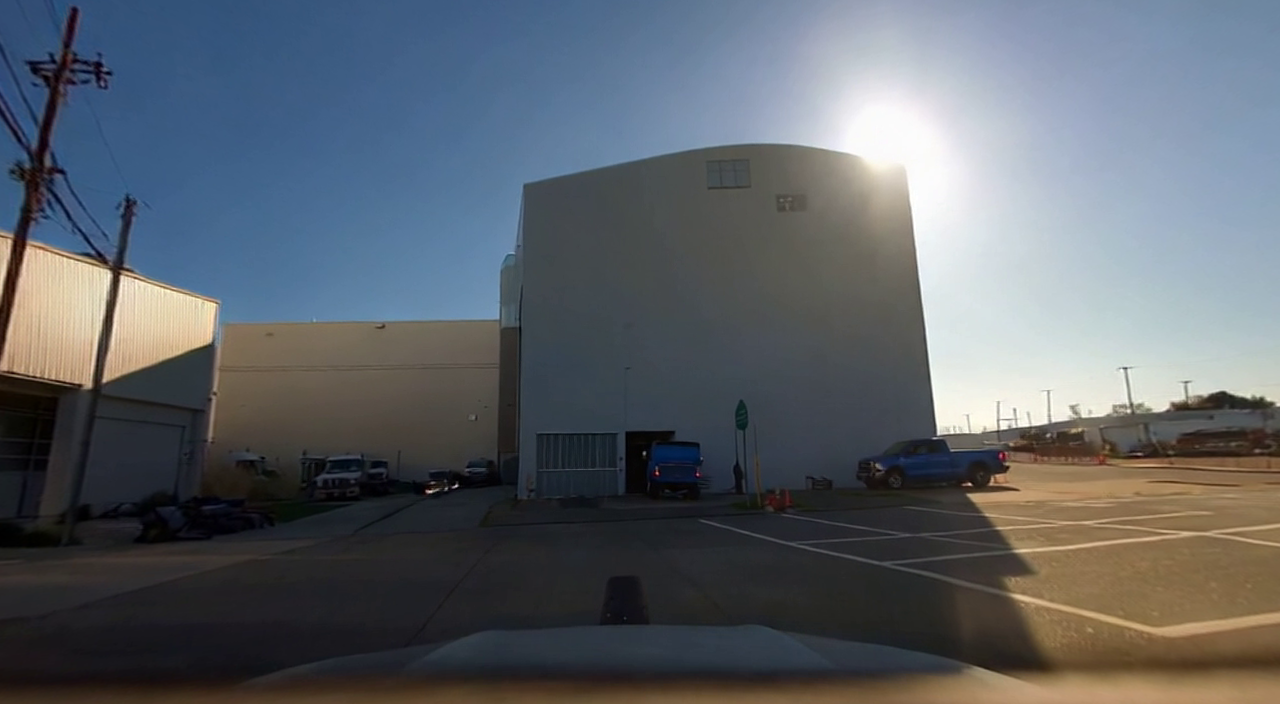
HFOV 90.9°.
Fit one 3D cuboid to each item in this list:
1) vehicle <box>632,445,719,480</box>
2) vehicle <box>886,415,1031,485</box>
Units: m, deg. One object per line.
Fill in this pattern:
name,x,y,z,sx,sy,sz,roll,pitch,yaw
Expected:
vehicle,2.229,7.006,40.142,5.207,2.103,1.997,1,-9,-8
vehicle,15.547,4.993,31.365,2.298,3.004,6.271,2,-12,-19
